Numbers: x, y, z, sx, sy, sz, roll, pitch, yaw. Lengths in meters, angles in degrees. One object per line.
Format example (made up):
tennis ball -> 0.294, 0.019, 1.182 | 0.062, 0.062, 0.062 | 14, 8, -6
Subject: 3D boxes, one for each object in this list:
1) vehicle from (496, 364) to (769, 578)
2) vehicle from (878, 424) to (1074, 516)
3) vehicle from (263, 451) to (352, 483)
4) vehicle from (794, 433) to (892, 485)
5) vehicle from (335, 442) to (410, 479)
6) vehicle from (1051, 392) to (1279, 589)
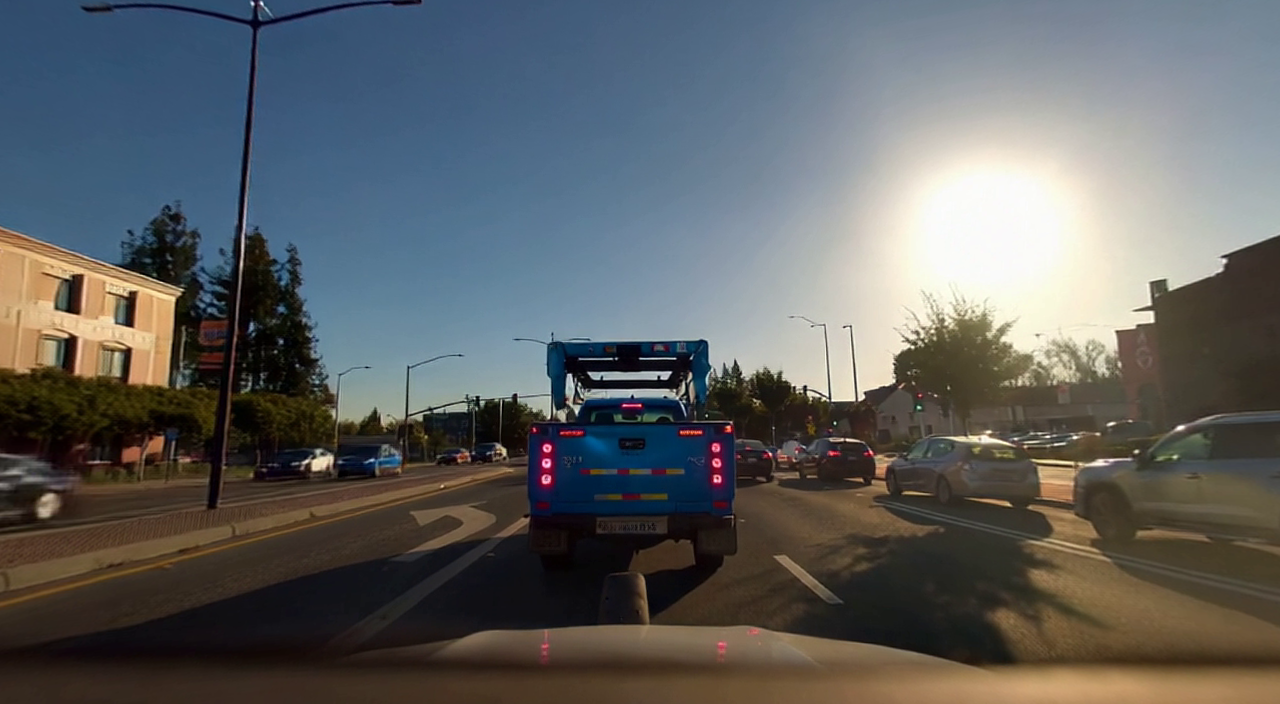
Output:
vehicle -> -0.115, 1.591, 9.188 | 2.682, 2.117, 5.706 | 0, -9, -1
vehicle -> 7.066, 2.517, 13.941 | 1.931, 1.692, 4.267 | 0, -9, 0
vehicle -> -15.613, 5.381, 29.929 | 1.854, 1.364, 4.357 | 0, -9, 0
vehicle -> 7.071, 3.779, 22.572 | 1.953, 1.665, 4.327 | 0, -9, -2
vehicle -> -12.060, 4.907, 28.742 | 1.781, 1.558, 3.688 | 0, -9, -1
vehicle -> 6.827, 1.380, 6.559 | 2.023, 1.771, 4.488 | 0, -9, -1
